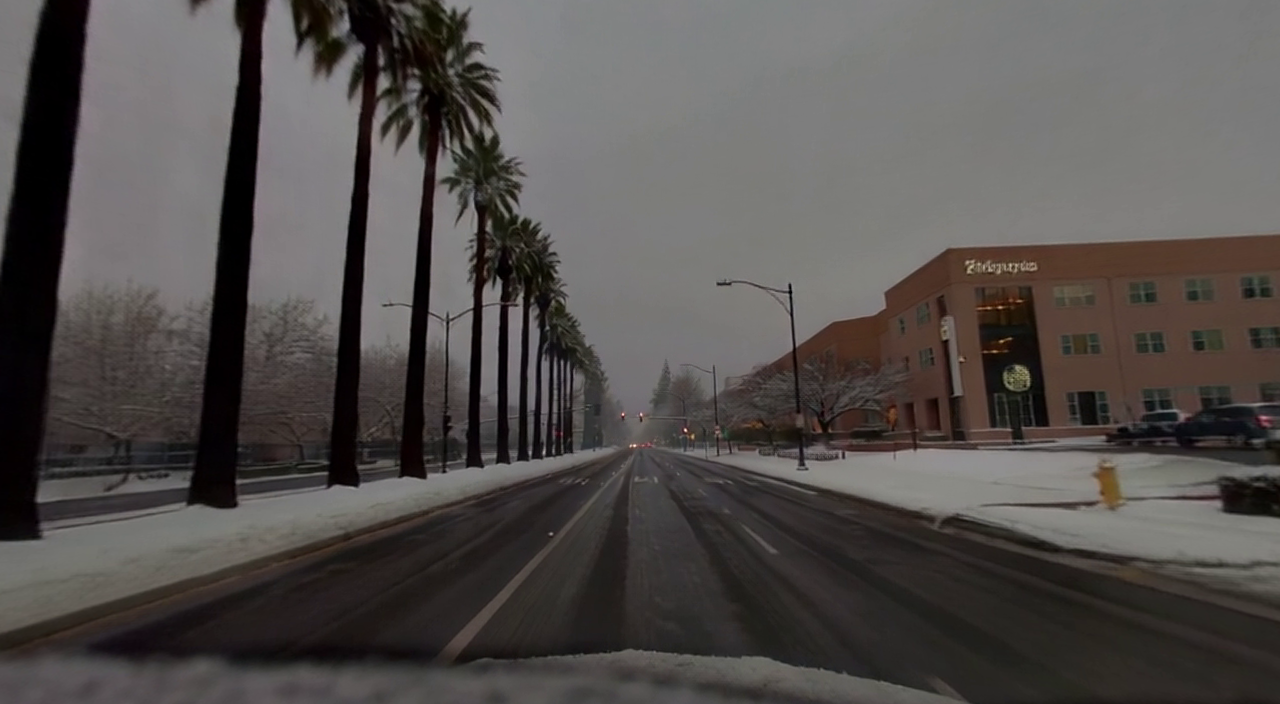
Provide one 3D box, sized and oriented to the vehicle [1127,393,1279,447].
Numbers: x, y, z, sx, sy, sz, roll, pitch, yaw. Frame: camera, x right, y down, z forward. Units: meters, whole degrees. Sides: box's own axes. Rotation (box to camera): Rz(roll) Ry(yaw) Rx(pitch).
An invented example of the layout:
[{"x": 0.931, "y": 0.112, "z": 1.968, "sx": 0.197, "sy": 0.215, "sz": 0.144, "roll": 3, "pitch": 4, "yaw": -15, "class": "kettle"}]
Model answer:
[{"x": 21.888, "y": 2.668, "z": 23.915, "sx": 2.222, "sy": 1.818, "sz": 5.099, "roll": 1, "pitch": -9, "yaw": -9, "class": "vehicle"}]
